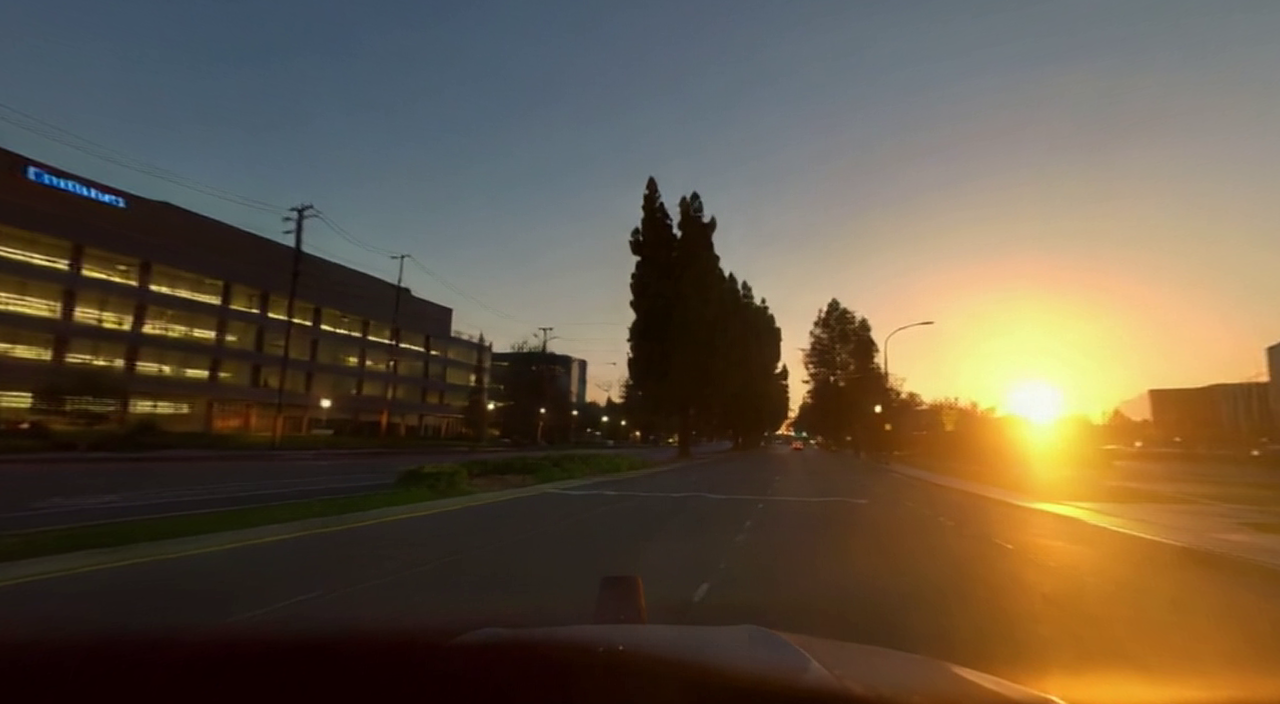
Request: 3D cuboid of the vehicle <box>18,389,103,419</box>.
[{"bbox_3d":[-38.821,3.519,42.081,4.080,1.657,1.859,1,-12,12],"label":"vehicle"}]
